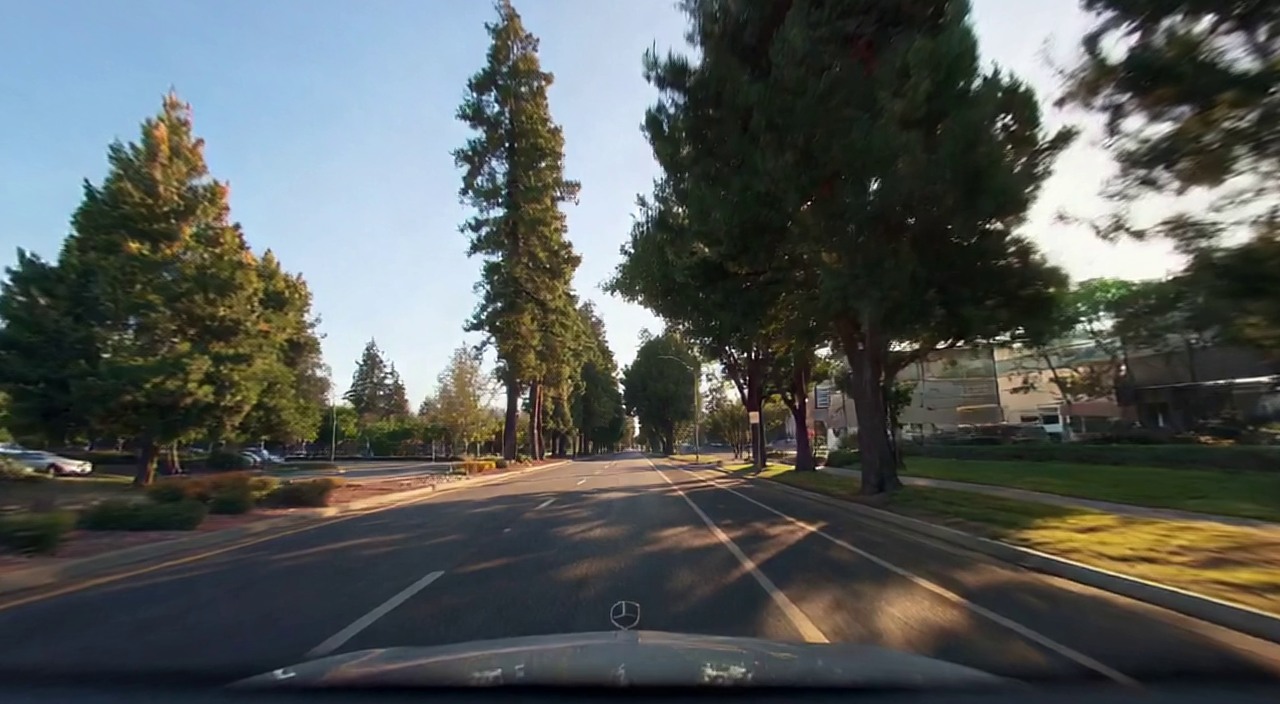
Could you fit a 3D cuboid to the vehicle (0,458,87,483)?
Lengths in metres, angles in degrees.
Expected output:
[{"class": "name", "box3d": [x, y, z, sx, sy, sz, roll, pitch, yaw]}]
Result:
[{"class": "vehicle", "box3d": [-37.677, 7.371, 39.505, 4.424, 1.468, 1.887, 0, -8, 1]}]
